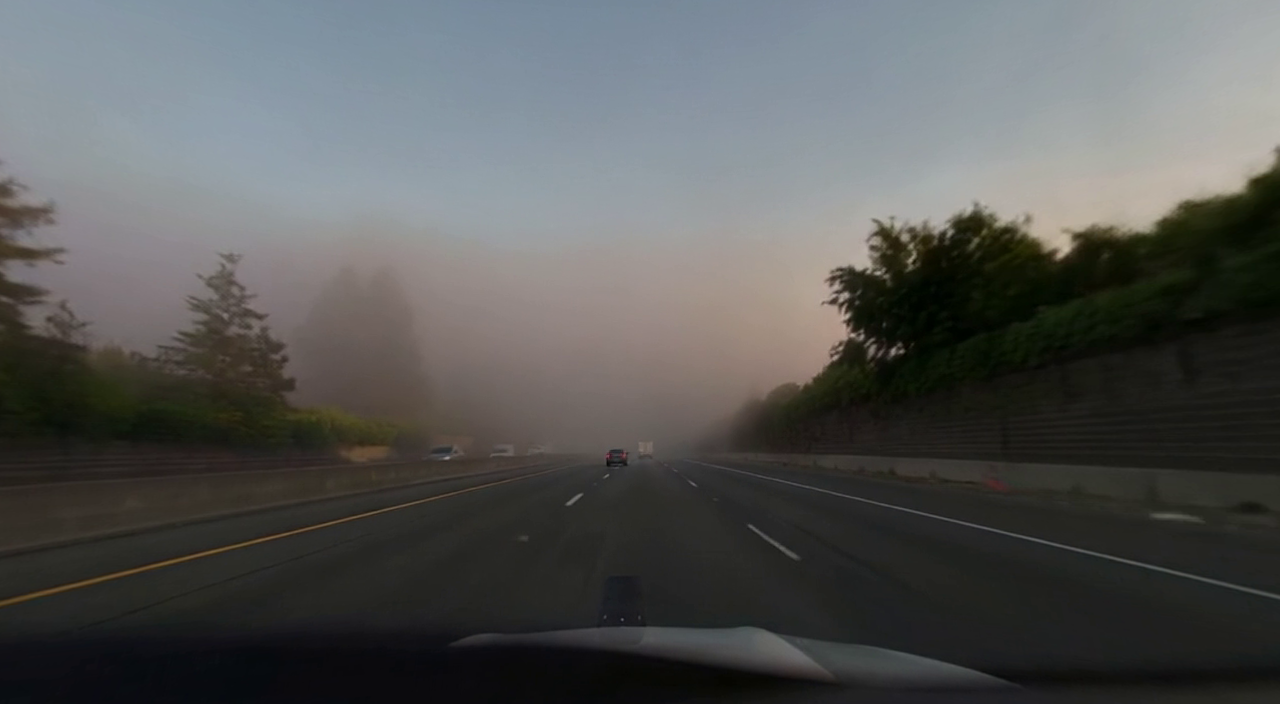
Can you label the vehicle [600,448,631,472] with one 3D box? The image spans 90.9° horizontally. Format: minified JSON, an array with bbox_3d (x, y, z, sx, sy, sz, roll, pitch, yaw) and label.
[{"bbox_3d":[-1.574,7.195,42.194,1.873,1.529,3.953,0,-9,1],"label":"vehicle"}]
